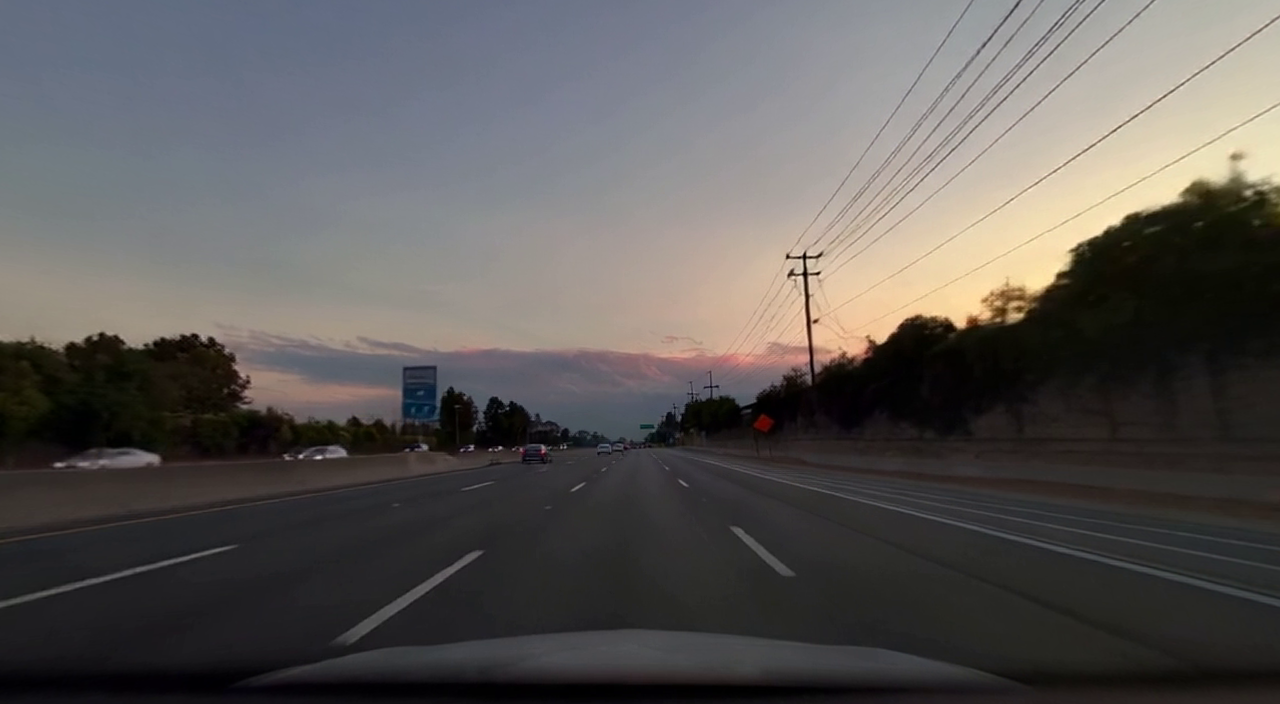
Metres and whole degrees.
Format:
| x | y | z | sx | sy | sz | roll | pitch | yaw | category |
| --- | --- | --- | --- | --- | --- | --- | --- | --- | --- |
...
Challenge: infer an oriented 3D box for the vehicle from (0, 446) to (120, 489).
| x | y | z | sx | sy | sz | roll | pitch | yaw | category |
| --- | --- | --- | --- | --- | --- | --- | --- | --- | --- |
| -25.944 | 5.008 | 27.620 | 2.017 | 1.682 | 4.902 | 0 | -9 | 0 | vehicle |

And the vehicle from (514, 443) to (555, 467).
| x | y | z | sx | sy | sz | roll | pitch | yaw | category |
| --- | --- | --- | --- | --- | --- | --- | --- | --- | --- |
| -7.206 | 7.095 | 43.479 | 2.034 | 1.563 | 4.476 | 0 | -9 | 1 | vehicle |

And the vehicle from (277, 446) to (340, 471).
| x | y | z | sx | sy | sz | roll | pitch | yaw | category |
| --- | --- | --- | --- | --- | --- | --- | --- | --- | --- |
| -22.252 | 7.140 | 42.423 | 1.864 | 1.549 | 4.366 | 0 | -9 | -1 | vehicle |
